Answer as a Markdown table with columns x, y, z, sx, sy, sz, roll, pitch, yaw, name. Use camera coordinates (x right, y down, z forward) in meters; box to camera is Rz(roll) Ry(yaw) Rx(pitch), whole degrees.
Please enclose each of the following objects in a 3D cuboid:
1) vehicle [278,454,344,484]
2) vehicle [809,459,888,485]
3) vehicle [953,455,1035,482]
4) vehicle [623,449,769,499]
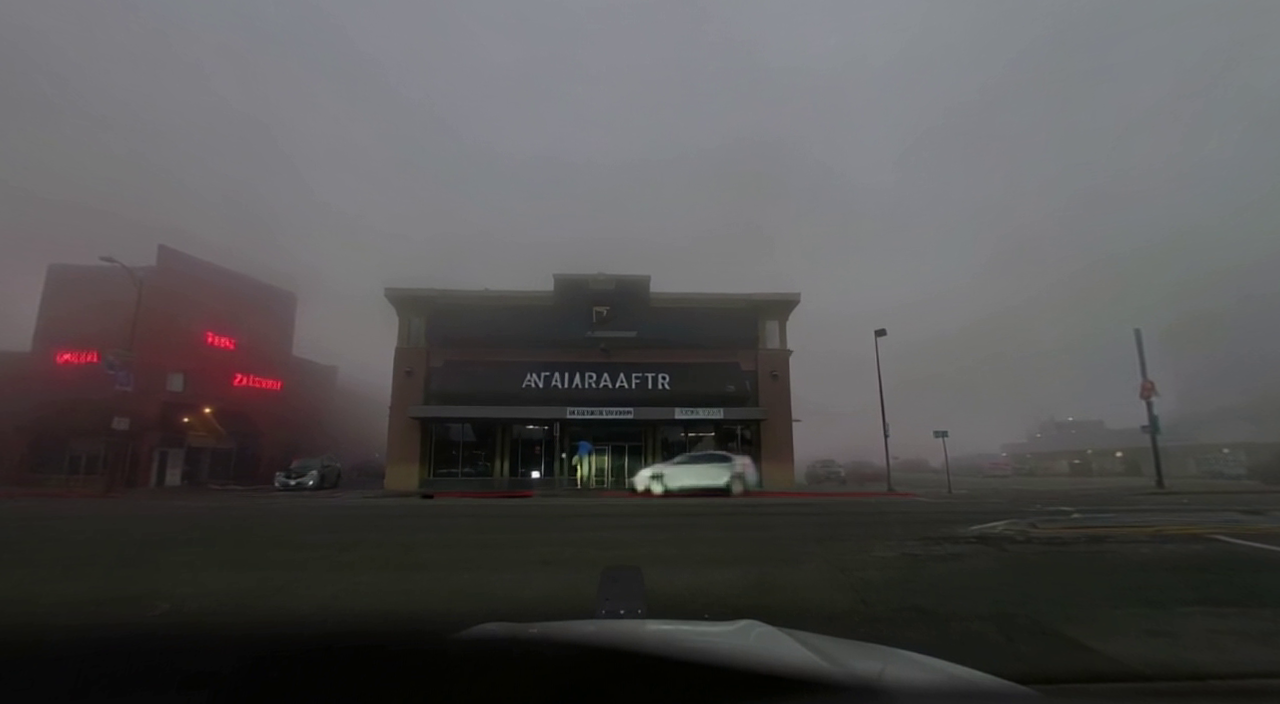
| x | y | z | sx | sy | sz | roll | pitch | yaw | name |
| --- | --- | --- | --- | --- | --- | --- | --- | --- | --- |
| -20.036 | 7.058 | 38.402 | 4.596 | 1.680 | 1.936 | -8 | -12 | 41 | vehicle |
| 12.962 | 7.471 | 39.565 | 1.791 | 1.453 | 4.593 | 5 | -10 | -29 | vehicle |
| 25.708 | 8.450 | 45.927 | 4.838 | 1.799 | 1.914 | -7 | -11 | 39 | vehicle |
| 1.887 | 4.295 | 22.448 | 4.889 | 1.659 | 2.059 | 1 | -9 | -4 | vehicle |
